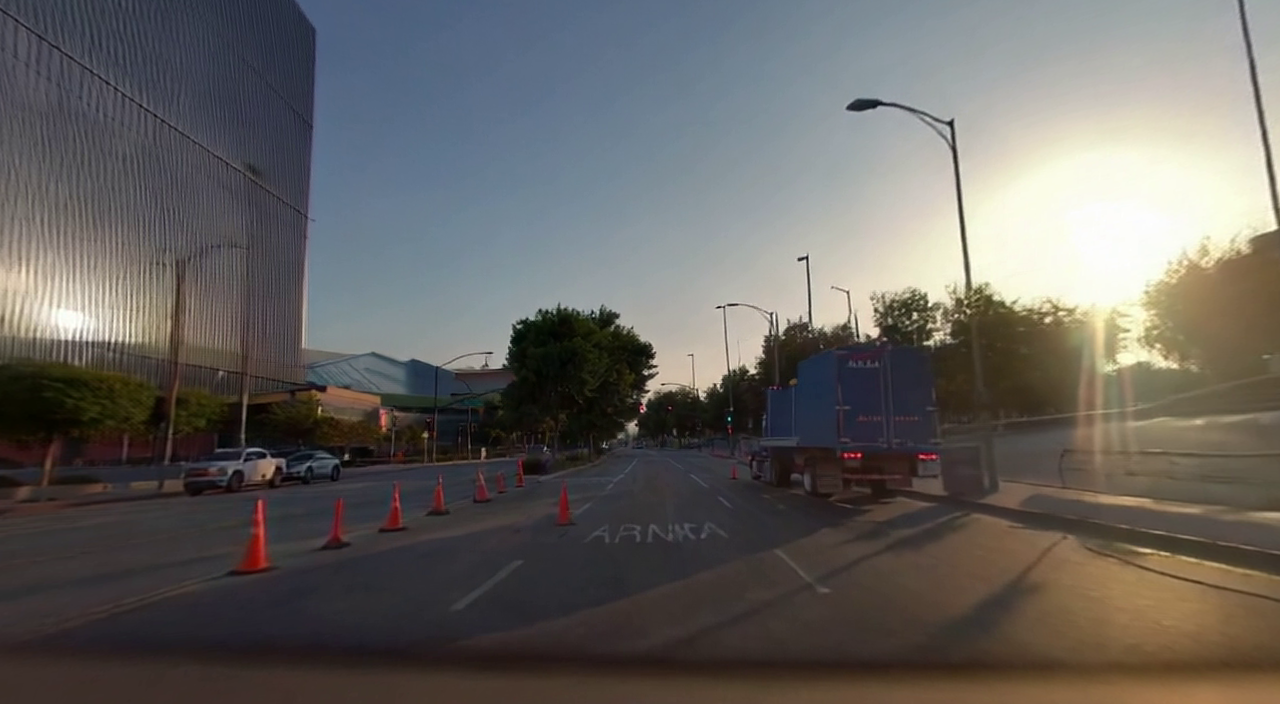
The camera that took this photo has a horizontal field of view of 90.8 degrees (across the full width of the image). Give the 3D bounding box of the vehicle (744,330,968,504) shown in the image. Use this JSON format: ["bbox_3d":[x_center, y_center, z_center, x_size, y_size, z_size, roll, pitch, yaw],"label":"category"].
[{"bbox_3d":[5.644,2.147,19.129,3.176,3.913,9.805,0,-8,-1],"label":"vehicle"}]

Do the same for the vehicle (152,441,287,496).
[{"bbox_3d":[-16.558,4.567,25.258,1.937,1.984,4.928,0,-8,0],"label":"vehicle"}]

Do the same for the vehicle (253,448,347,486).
[{"bbox_3d":[-16.561,5.586,31.106,1.925,1.665,4.893,0,-8,-1],"label":"vehicle"}]
